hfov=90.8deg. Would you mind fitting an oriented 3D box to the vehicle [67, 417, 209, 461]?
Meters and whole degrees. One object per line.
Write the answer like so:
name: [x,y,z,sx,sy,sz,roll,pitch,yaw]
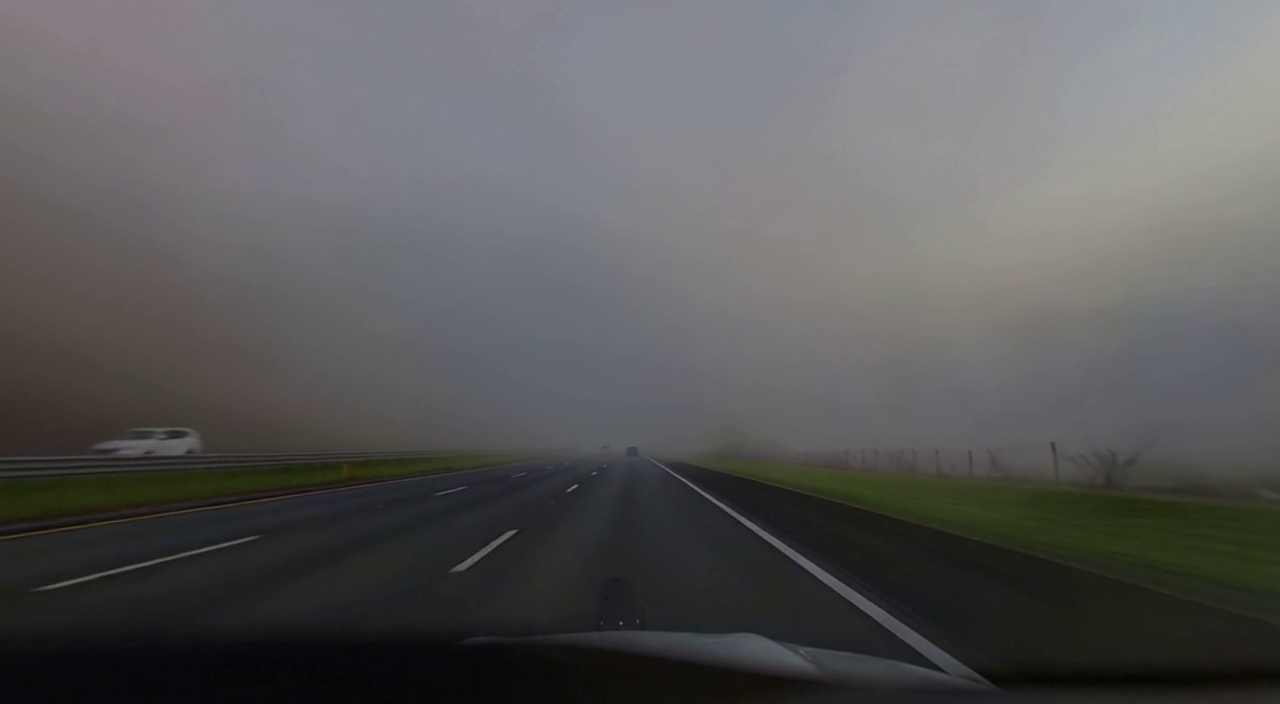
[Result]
vehicle: [-19.213,3.398,24.469,1.845,1.533,4.461,0,-9,-1]
